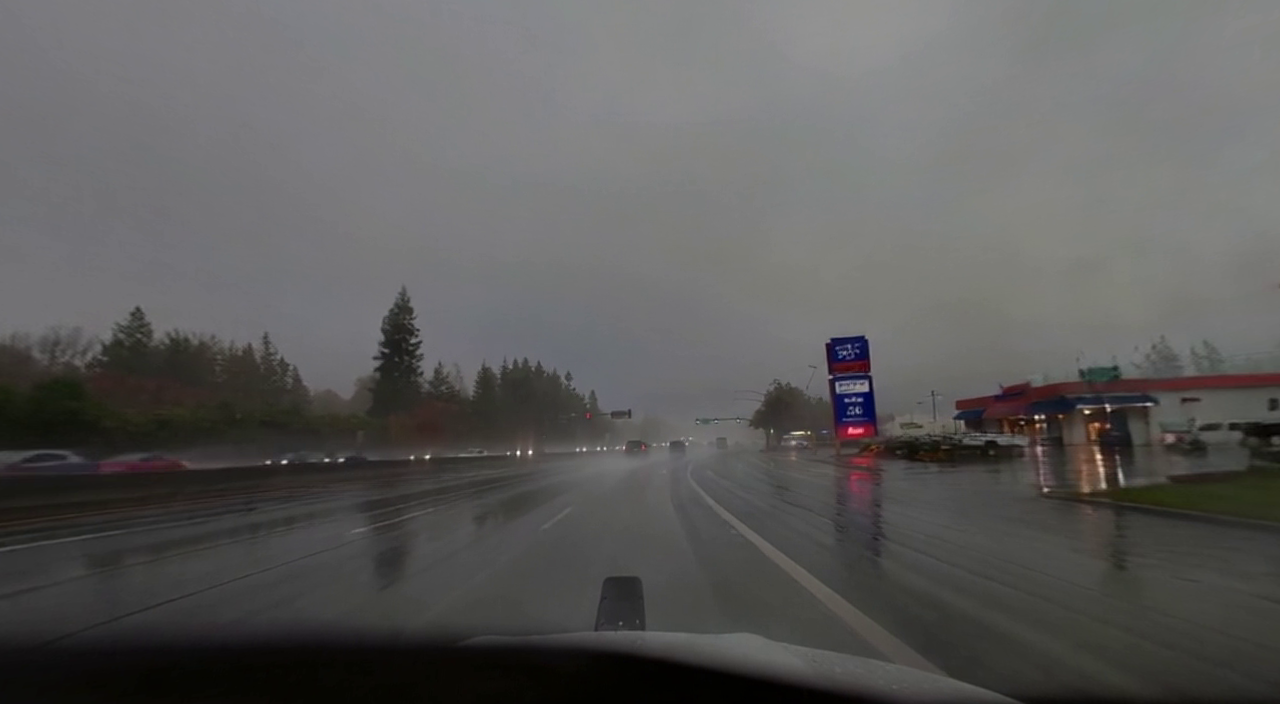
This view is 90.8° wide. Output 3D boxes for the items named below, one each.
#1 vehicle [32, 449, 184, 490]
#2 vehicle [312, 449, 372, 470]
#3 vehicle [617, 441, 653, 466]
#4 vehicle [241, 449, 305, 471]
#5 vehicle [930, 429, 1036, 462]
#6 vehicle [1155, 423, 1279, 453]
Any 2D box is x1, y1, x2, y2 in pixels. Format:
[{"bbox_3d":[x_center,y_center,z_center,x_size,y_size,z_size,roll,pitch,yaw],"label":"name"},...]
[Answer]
[{"bbox_3d":[-21.256,4.686,25.569,1.897,1.444,4.685,-1,-9,3],"label":"vehicle"},{"bbox_3d":[-22.460,8.097,47.812,1.902,1.462,4.579,-1,-9,7],"label":"vehicle"},{"bbox_3d":[-0.299,7.494,46.764,2.139,1.782,4.079,-1,-9,7],"label":"vehicle"},{"bbox_3d":[-26.519,7.802,45.807,1.854,1.526,4.216,-1,-9,6],"label":"vehicle"},{"bbox_3d":[18.084,4.959,33.570,4.577,1.460,1.937,-6,-9,20],"label":"vehicle"},{"bbox_3d":[30.476,4.609,33.377,4.650,1.484,1.920,-5,-10,26],"label":"vehicle"}]
